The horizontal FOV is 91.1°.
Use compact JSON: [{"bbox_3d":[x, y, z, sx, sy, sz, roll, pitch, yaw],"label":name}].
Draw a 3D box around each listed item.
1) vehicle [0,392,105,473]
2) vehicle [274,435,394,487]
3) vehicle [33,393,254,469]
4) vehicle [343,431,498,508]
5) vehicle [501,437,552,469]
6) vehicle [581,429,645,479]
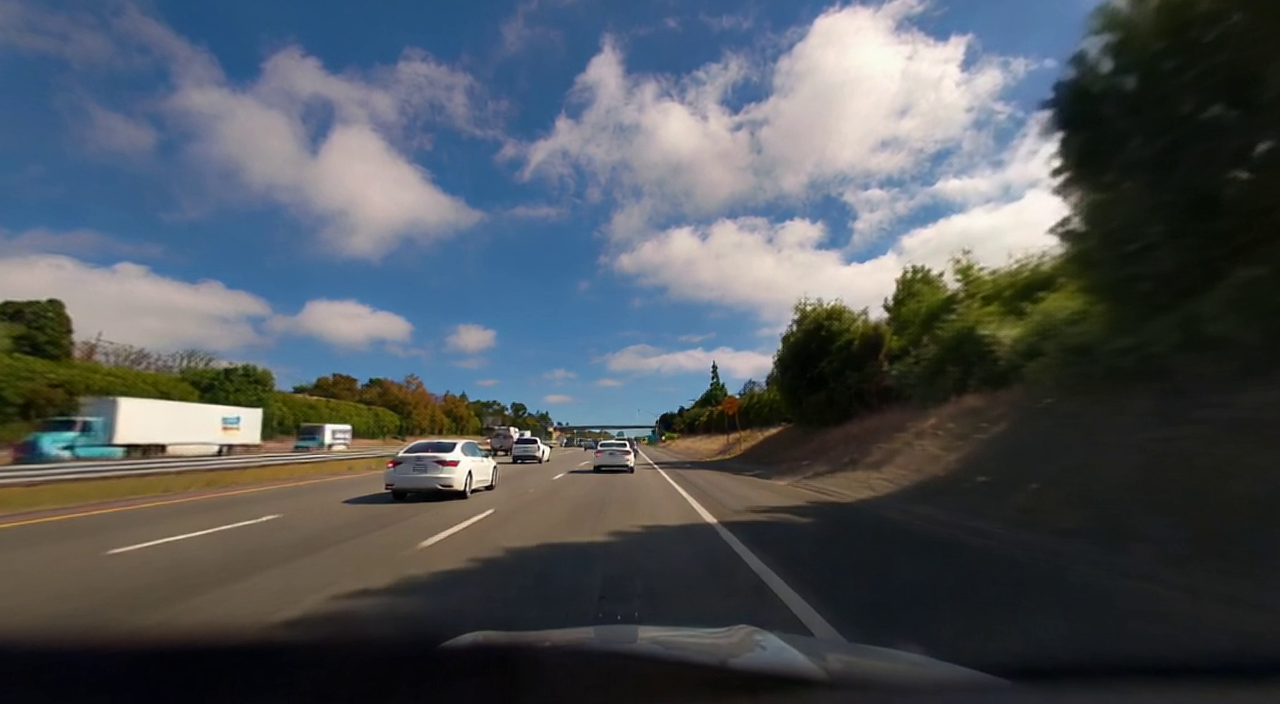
[{"bbox_3d":[-30.078,4.074,31.902,2.981,3.860,2.886,0,-8,-2],"label":"vehicle"},{"bbox_3d":[-9.419,3.349,19.746,1.850,1.439,3.932,0,-8,-1],"label":"vehicle"},{"bbox_3d":[-30.333,5.063,39.949,3.235,3.981,13.558,0,-8,-1],"label":"vehicle"},{"bbox_3d":[-4.713,2.553,14.297,1.971,1.464,4.386,0,-8,0],"label":"vehicle"},{"bbox_3d":[-5.461,4.870,30.645,1.835,1.432,3.835,0,-8,-1],"label":"vehicle"},{"bbox_3d":[-0.978,3.707,23.239,2.178,1.658,3.916,0,-8,-2],"label":"vehicle"}]
